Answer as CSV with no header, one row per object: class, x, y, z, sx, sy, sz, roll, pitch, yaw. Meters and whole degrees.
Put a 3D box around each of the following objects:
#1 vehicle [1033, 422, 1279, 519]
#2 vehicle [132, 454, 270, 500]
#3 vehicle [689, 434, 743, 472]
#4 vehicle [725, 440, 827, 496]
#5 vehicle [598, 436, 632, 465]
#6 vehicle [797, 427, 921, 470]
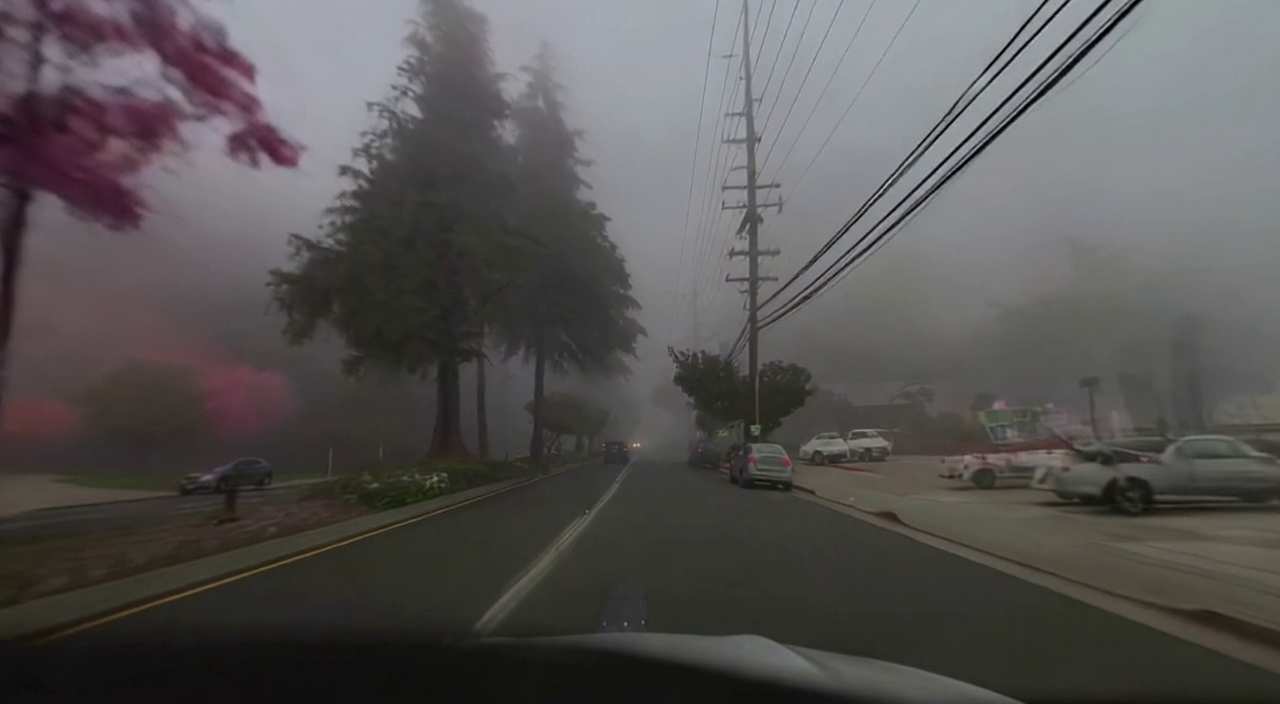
vehicle,9.620,1.983,10.834,4.430,1.480,1.923,0,-9,-2
vehicle,-16.566,4.717,24.135,1.954,1.497,4.613,0,-9,0
vehicle,4.128,5.653,35.455,2.280,1.904,5.779,0,-9,-1
vehicle,3.873,3.388,18.827,2.042,1.465,4.455,0,-9,0
vehicle,-1.758,7.101,45.736,2.202,1.961,4.980,0,-9,1
vehicle,9.808,4.362,28.591,4.818,1.847,2.257,-1,-9,2
